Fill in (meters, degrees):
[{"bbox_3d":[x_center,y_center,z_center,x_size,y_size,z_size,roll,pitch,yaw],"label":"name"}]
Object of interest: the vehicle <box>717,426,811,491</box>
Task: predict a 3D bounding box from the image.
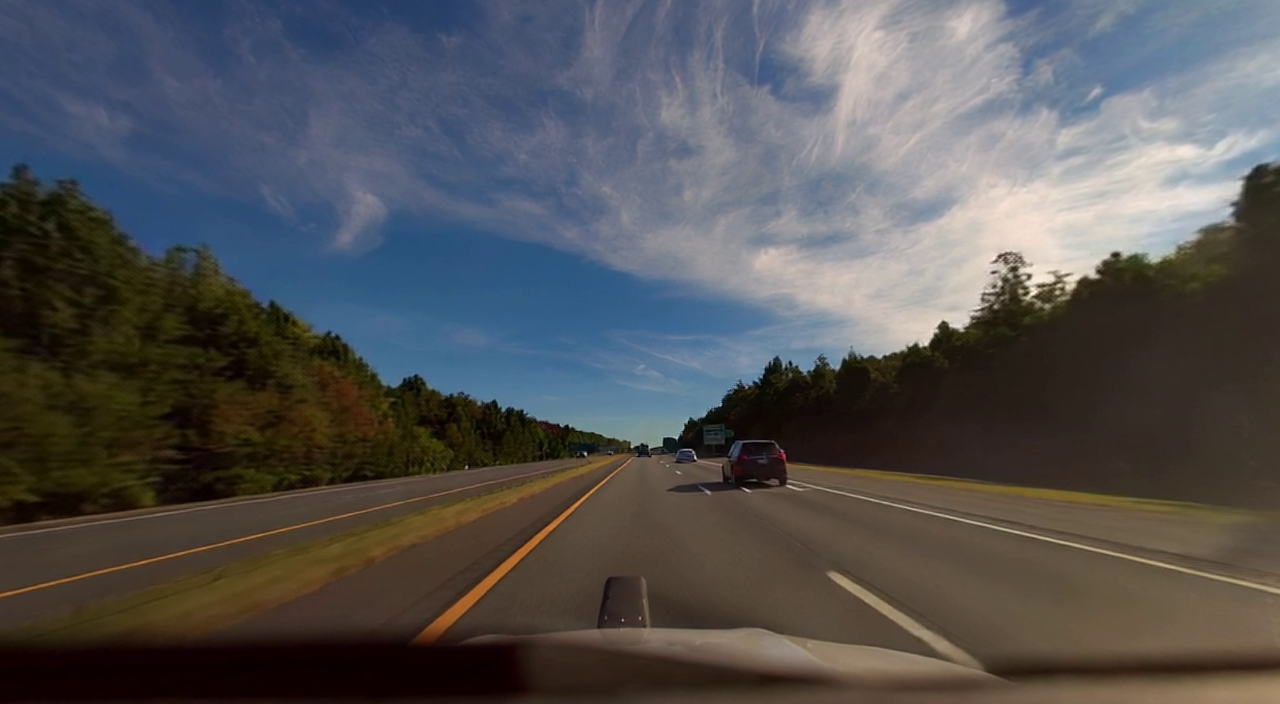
[{"bbox_3d":[4.206,3.734,22.293,2.189,2.007,4.872,0,-9,-2],"label":"vehicle"}]
